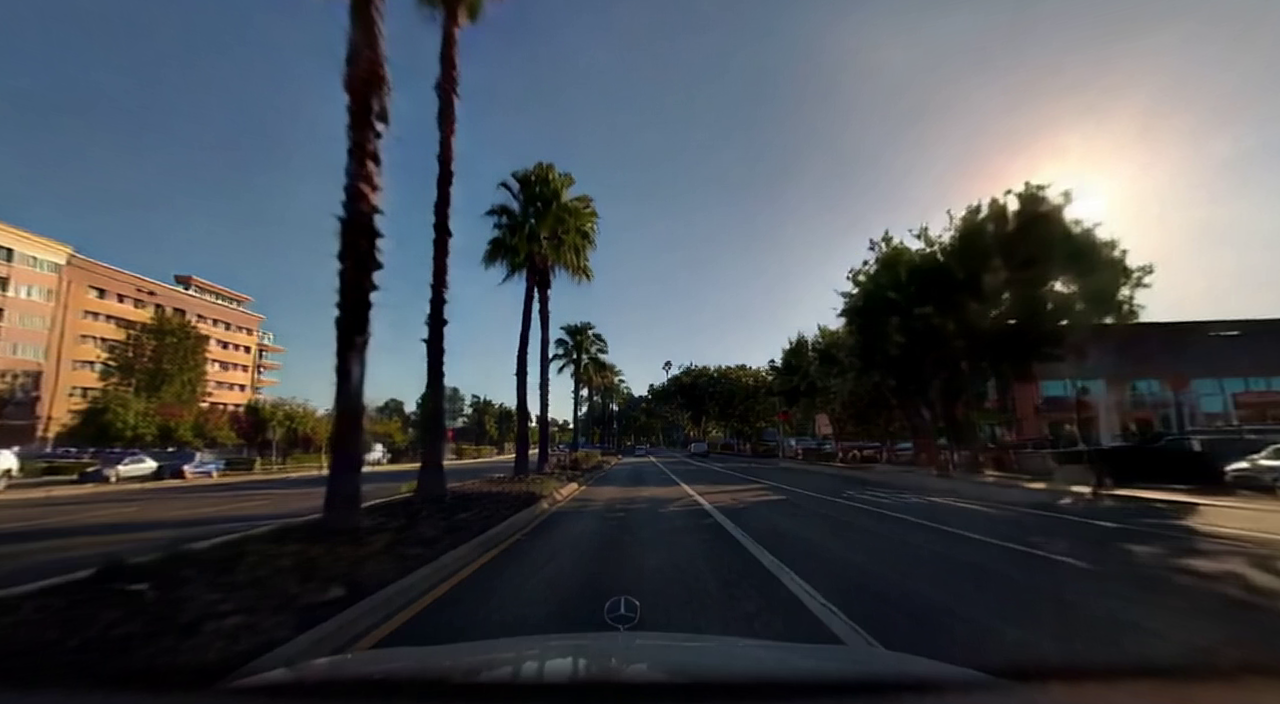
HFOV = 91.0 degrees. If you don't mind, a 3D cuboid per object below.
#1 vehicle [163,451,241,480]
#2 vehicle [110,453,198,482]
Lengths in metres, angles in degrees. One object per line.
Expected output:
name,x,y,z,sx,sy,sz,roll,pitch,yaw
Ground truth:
vehicle,-26.579,6.918,38.394,1.914,1.581,4.486,-1,-9,-6
vehicle,-29.108,6.902,37.853,1.883,1.575,4.314,-1,-10,-1
